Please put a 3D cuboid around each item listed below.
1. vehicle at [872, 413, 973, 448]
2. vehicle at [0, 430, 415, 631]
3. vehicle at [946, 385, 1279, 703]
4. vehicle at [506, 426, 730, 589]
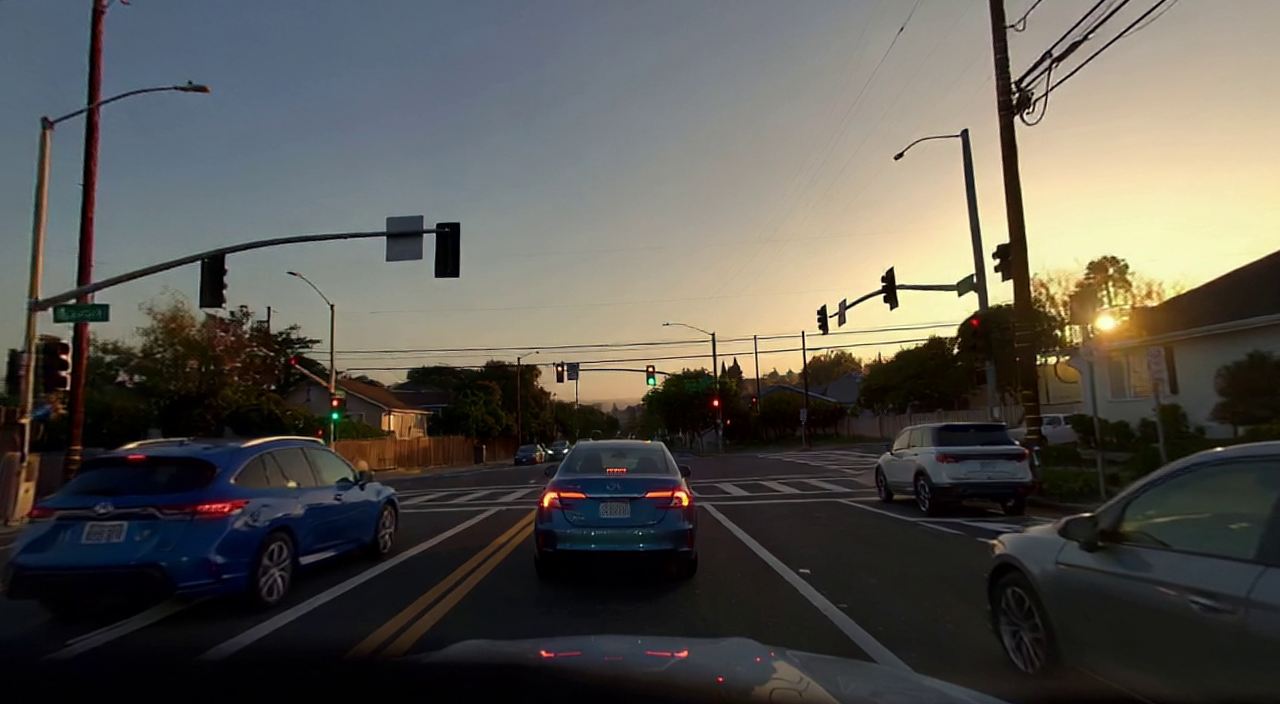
[{"bbox_3d":[15.116,4.243,33.997,4.431,1.555,1.886,-4,-9,2],"label":"vehicle"},{"bbox_3d":[-4.379,1.665,6.975,2.106,1.492,4.312,0,-8,1],"label":"vehicle"},{"bbox_3d":[2.922,0.888,2.162,1.860,1.494,3.707,0,-8,0],"label":"vehicle"},{"bbox_3d":[-0.227,1.753,7.996,2.061,1.485,4.196,0,-8,-1],"label":"vehicle"}]
